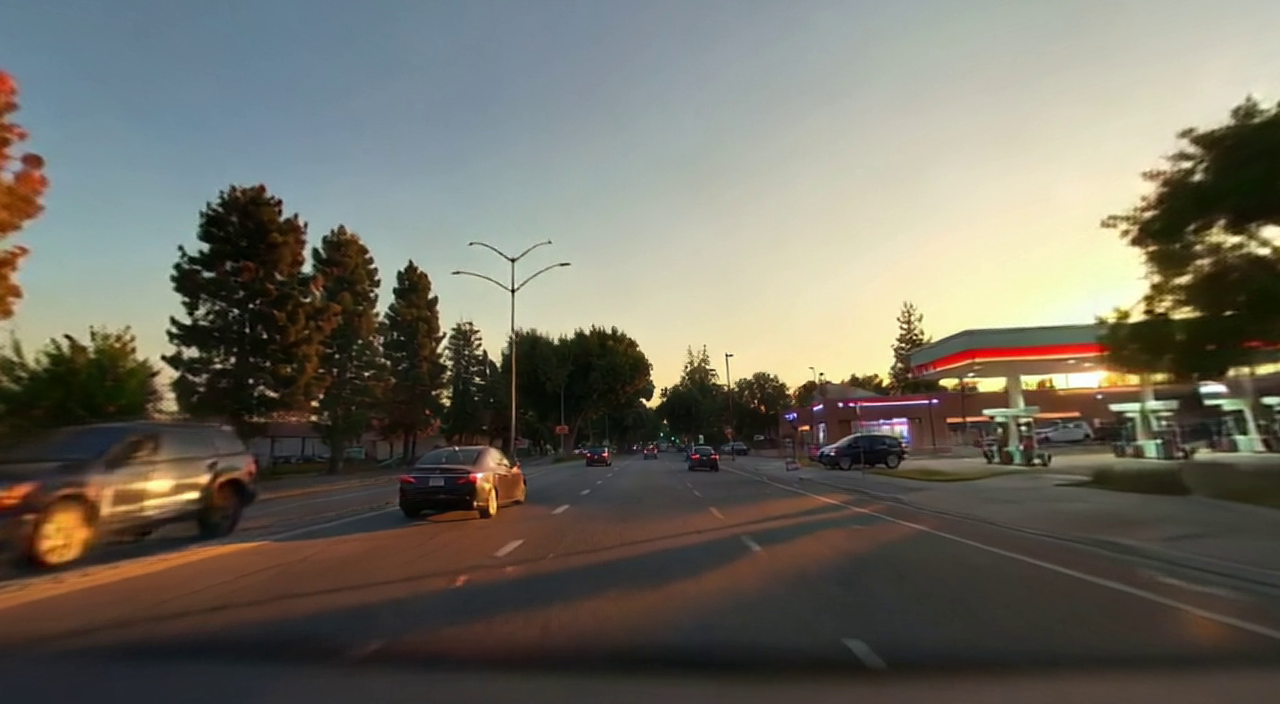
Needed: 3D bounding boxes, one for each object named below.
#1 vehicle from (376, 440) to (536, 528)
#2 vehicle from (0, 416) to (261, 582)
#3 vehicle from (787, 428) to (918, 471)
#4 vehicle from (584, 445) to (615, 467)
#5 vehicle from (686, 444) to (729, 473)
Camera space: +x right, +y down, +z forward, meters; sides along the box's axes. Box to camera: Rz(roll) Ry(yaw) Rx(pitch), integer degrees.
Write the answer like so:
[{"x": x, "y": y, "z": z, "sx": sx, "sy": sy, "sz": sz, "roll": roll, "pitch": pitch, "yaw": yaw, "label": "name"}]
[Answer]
[{"x": -3.469, "y": 2.546, "z": 12.855, "sx": 1.803, "sy": 1.463, "sz": 4.422, "roll": 0, "pitch": -8, "yaw": 2, "label": "vehicle"}, {"x": -8.711, "y": 2.079, "z": 9.805, "sx": 2.370, "sy": 1.909, "sz": 5.431, "roll": 0, "pitch": -8, "yaw": -2, "label": "vehicle"}, {"x": 10.915, "y": 5.046, "z": 32.792, "sx": 5.931, "sy": 1.872, "sz": 2.264, "roll": -3, "pitch": -8, "yaw": 3, "label": "vehicle"}, {"x": -2.872, "y": 7.446, "z": 45.388, "sx": 1.841, "sy": 1.474, "sz": 4.038, "roll": 0, "pitch": -8, "yaw": 2, "label": "vehicle"}, {"x": 3.591, "y": 5.709, "z": 34.093, "sx": 1.883, "sy": 1.465, "sz": 3.975, "roll": 0, "pitch": -8, "yaw": 0, "label": "vehicle"}]
